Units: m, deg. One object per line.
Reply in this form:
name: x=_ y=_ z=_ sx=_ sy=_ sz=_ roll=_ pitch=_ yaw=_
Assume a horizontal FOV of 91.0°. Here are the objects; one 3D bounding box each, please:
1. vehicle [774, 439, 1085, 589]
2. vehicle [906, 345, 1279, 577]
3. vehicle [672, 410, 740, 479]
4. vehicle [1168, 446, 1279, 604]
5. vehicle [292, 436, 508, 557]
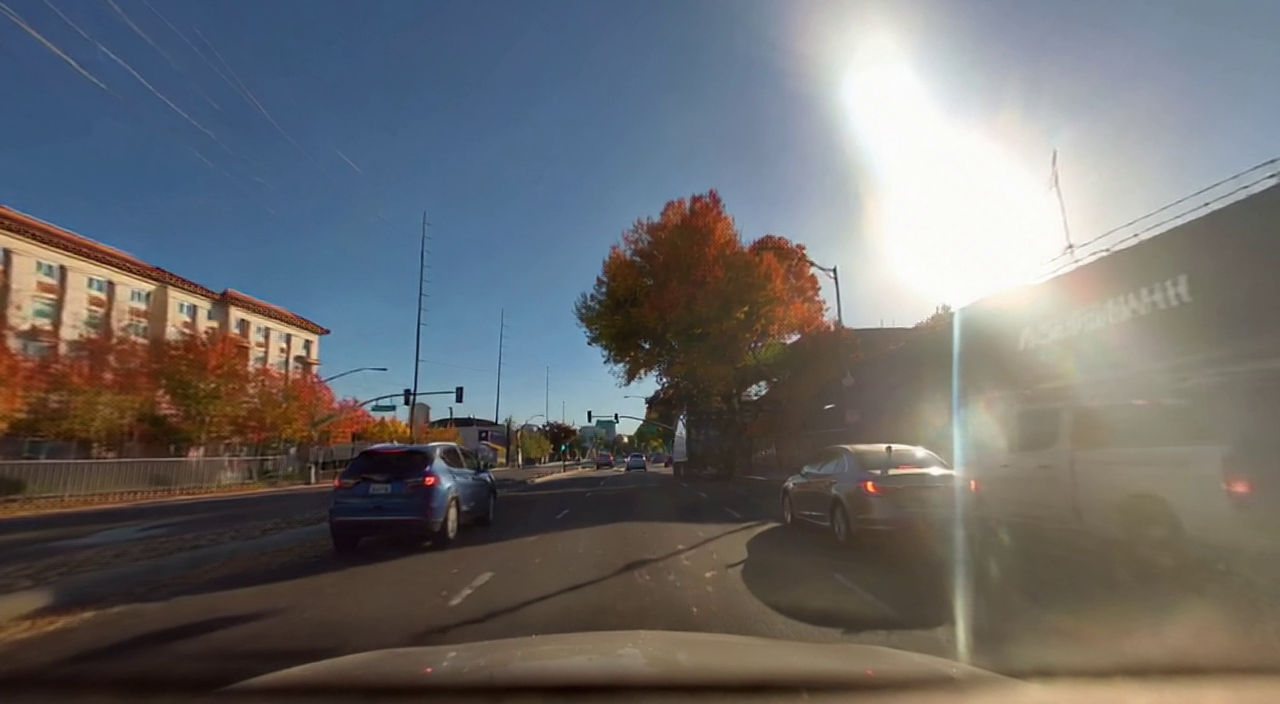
vehicle: x=3.390 y=1.959 z=8.739 sx=1.915 sy=1.449 sz=4.970 roll=0 pitch=-8 yaw=-1
vehicle: x=6.873 y=1.651 z=10.210 sx=2.483 sy=2.707 sz=5.496 roll=0 pitch=-8 yaw=-2
vehicle: x=3.843 y=5.781 z=39.601 sx=3.003 sy=3.680 sz=10.684 roll=0 pitch=-8 yaw=-1
vehicle: x=6.864 y=1.549 z=5.437 sx=1.902 sy=1.430 sz=3.041 roll=0 pitch=-8 yaw=0
vehicle: x=-3.555 y=2.185 z=10.380 sx=1.751 sy=1.540 sz=4.481 roll=0 pitch=-8 yaw=1
